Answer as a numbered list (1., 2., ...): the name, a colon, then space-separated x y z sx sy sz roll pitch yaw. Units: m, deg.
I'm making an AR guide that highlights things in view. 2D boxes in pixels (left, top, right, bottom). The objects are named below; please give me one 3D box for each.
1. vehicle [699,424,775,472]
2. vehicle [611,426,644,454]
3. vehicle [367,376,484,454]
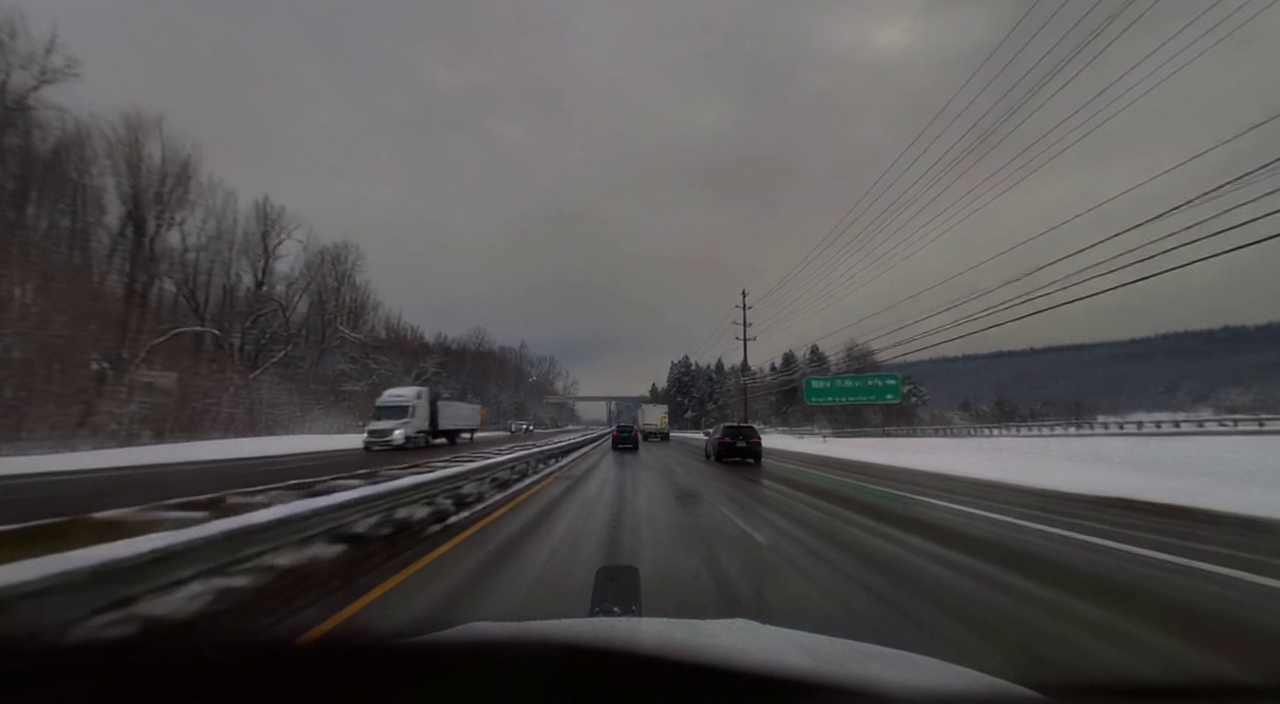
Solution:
1. vehicle: 3.422 3.477 22.984 2.062 1.581 3.914 0 -8 -1
2. vehicle: -0.789 5.548 39.730 2.019 1.642 3.790 0 -8 -1
3. vehicle: -13.085 4.265 40.249 2.921 4.095 13.845 0 -8 -1
